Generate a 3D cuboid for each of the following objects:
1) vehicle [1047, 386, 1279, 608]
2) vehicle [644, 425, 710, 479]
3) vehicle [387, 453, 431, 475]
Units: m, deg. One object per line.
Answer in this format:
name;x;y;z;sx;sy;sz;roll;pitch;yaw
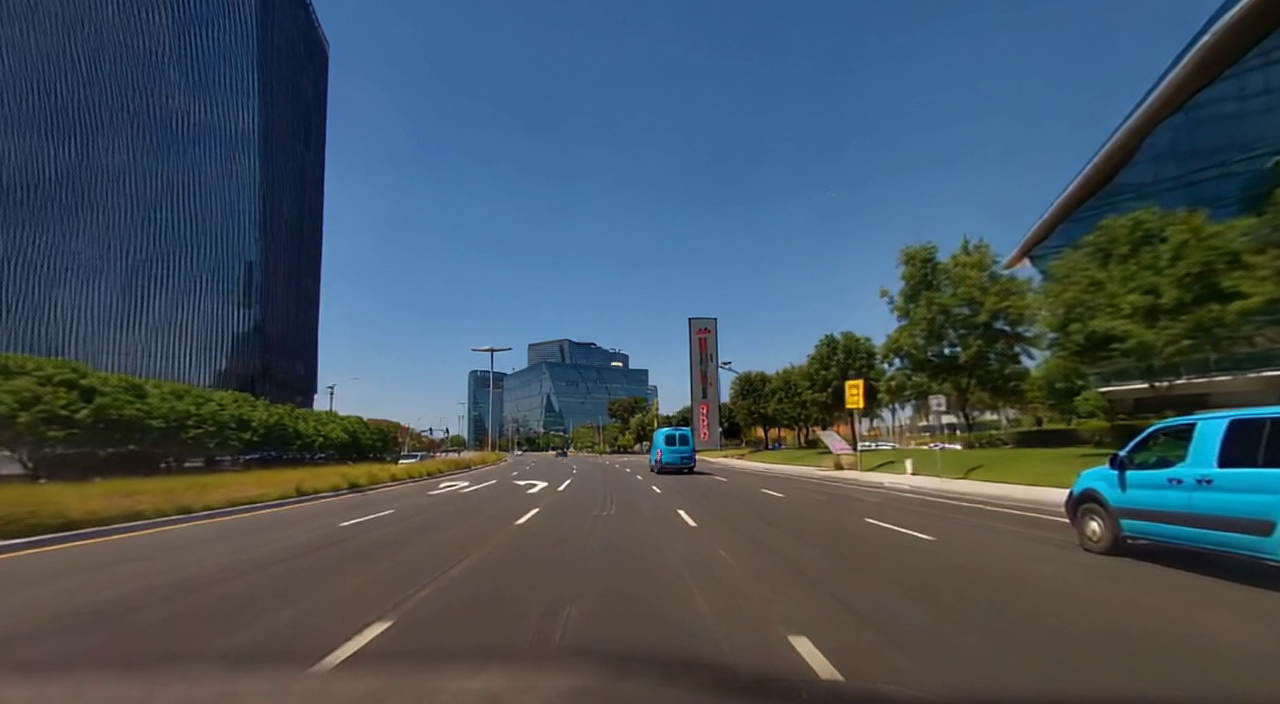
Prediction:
vehicle;6.004;1.196;5.351;1.992;1.726;4.434;0;-8;-2
vehicle;1.596;4.597;29.182;2.339;2.244;4.817;1;-9;-5
vehicle;-16.947;8.190;46.384;1.893;1.447;4.581;1;-9;-6
